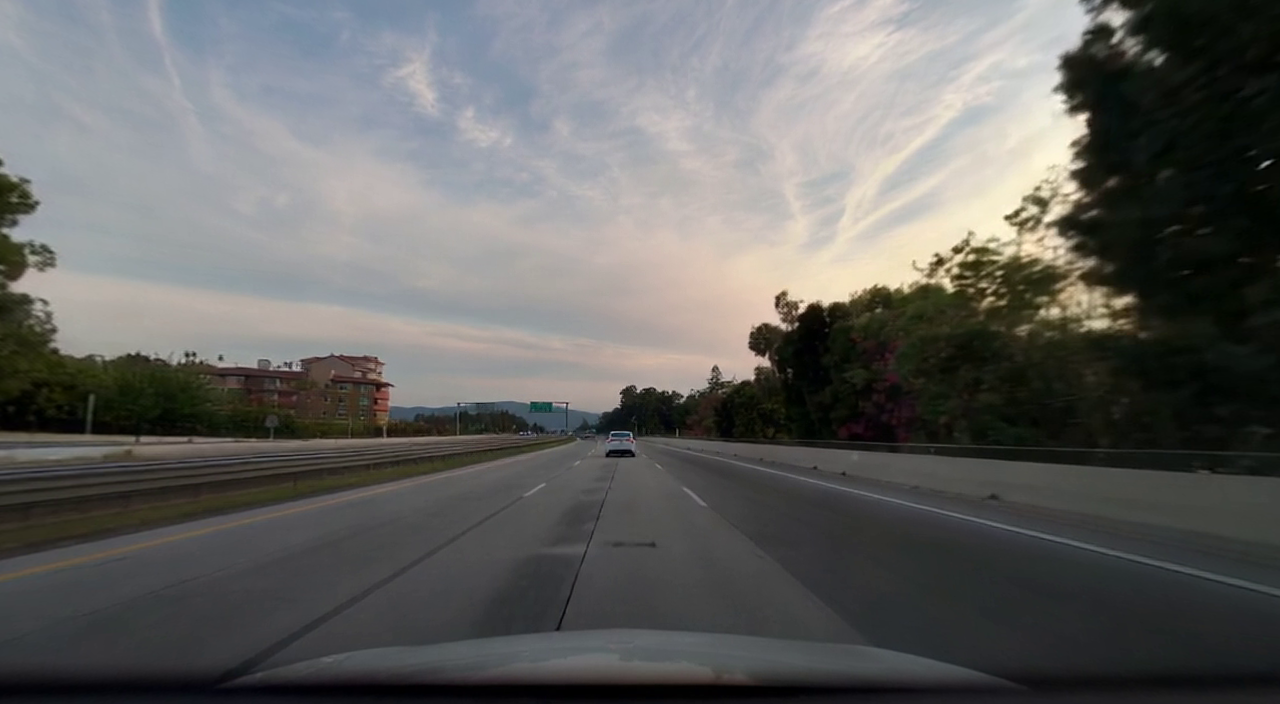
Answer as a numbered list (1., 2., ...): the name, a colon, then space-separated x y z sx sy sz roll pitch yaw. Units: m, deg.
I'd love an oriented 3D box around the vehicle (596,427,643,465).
1. vehicle: -0.983 4.317 29.101 2.020 1.633 3.942 0 -8 -3
